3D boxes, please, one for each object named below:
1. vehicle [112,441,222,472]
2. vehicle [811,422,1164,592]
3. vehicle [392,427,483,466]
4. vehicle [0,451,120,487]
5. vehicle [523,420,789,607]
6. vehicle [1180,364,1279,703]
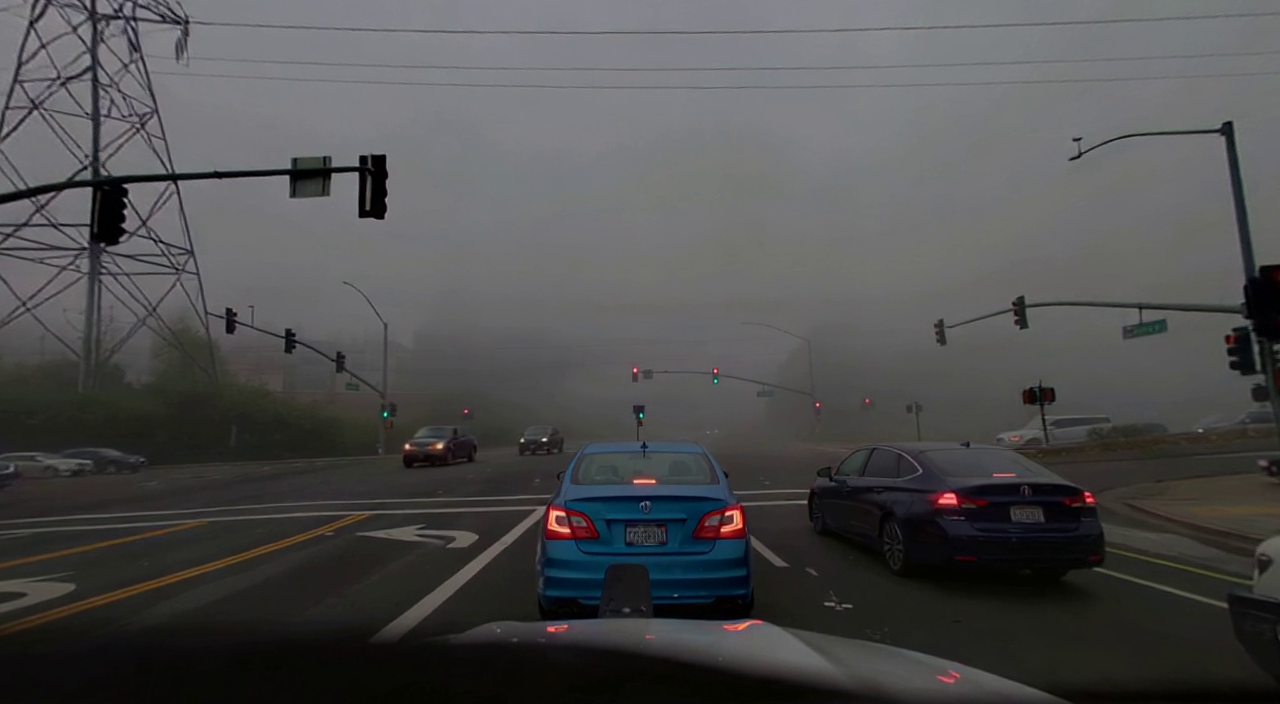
[{"bbox_3d":[-26.028,5.766,34.789,4.417,1.637,1.956,0,-8,-2],"label":"vehicle"},{"bbox_3d":[3.654,1.683,7.720,1.835,1.473,4.190,0,-8,-2],"label":"vehicle"},{"bbox_3d":[-9.627,4.598,30.655,2.269,1.716,5.700,-1,-8,3],"label":"vehicle"},{"bbox_3d":[-25.925,5.112,27.747,4.263,1.464,1.895,0,-8,-1],"label":"vehicle"},{"bbox_3d":[0.113,1.596,7.126,2.117,1.474,4.036,0,-8,0],"label":"vehicle"},{"bbox_3d":[3.412,0.588,0.626,1.926,1.614,4.330,0,-8,1],"label":"vehicle"}]
